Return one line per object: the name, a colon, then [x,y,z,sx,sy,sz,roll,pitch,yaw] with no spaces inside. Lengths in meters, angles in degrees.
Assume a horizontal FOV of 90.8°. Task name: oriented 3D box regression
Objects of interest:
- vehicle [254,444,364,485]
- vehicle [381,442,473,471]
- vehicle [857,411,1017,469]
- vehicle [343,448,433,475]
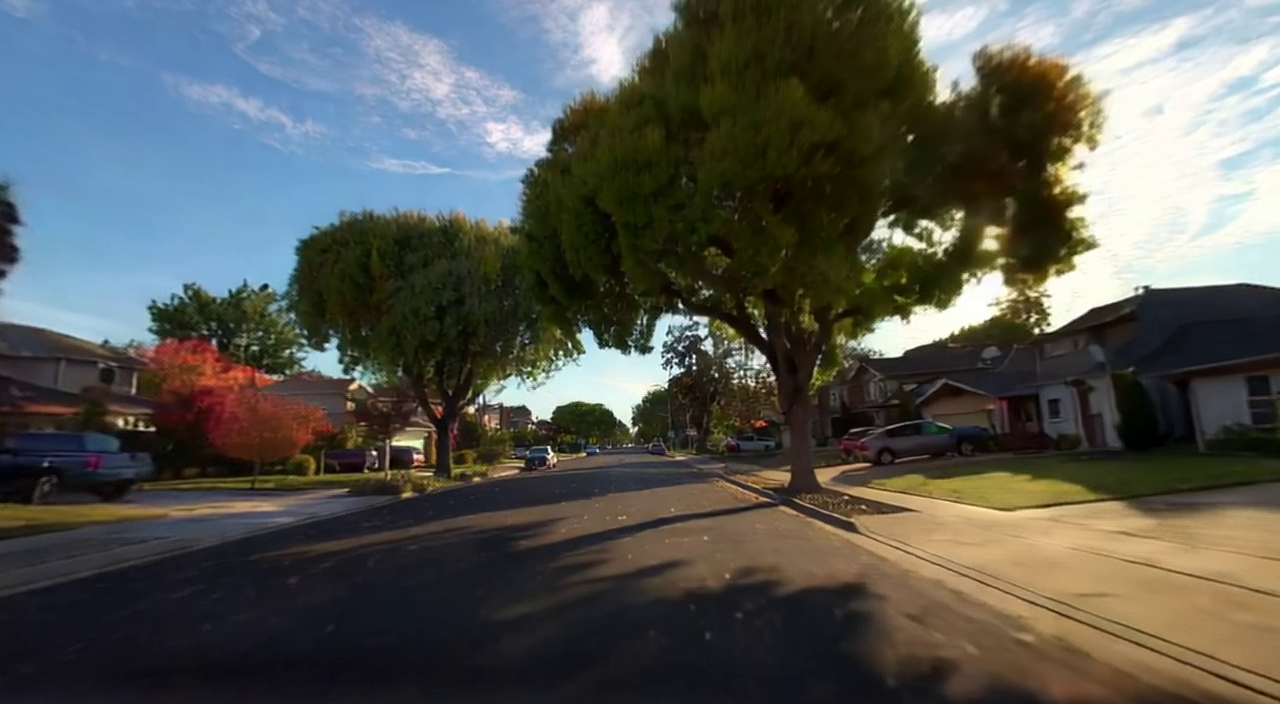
vehicle: [-14.035,4.776,27.089,1.982,1.596,3.988,-2,-9,12]
vehicle: [-14.119,6.933,42.124,5.286,1.847,2.166,0,-8,1]
vehicle: [10.569,3.179,22.818,4.582,1.680,2.223,-4,-9,3]
vehicle: [-14.367,6.243,36.200,4.285,1.483,1.954,0,-9,0]
